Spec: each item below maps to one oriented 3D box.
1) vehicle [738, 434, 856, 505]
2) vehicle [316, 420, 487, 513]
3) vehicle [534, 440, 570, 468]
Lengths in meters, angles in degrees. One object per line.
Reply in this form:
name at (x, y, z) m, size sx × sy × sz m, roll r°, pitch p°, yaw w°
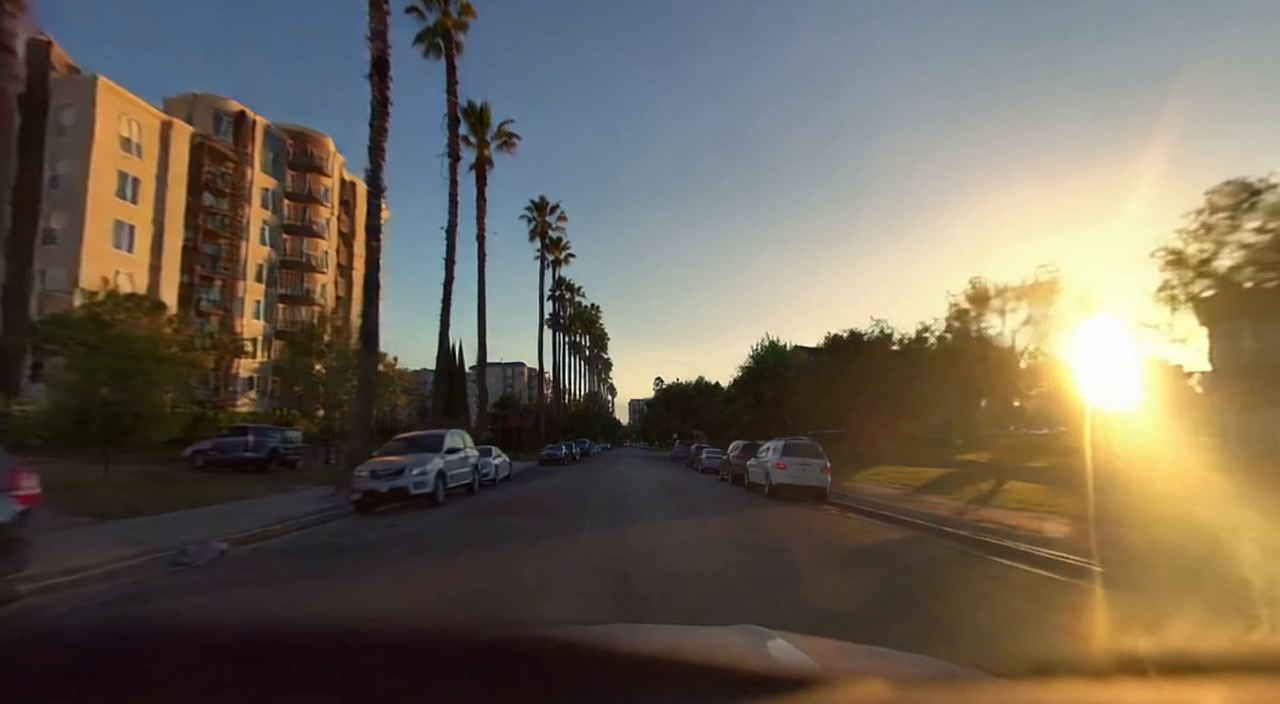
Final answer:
vehicle at (4.390, 3.351, 18.539) m, size 1.969 × 1.782 × 4.677 m, roll 0°, pitch -9°, yaw -4°
vehicle at (-5.681, 2.834, 16.090) m, size 2.358 × 1.905 × 5.615 m, roll 0°, pitch -9°, yaw -2°
vehicle at (-6.035, 7.012, 43.665) m, size 1.947 × 1.806 × 4.413 m, roll 1°, pitch -8°, yaw -2°
